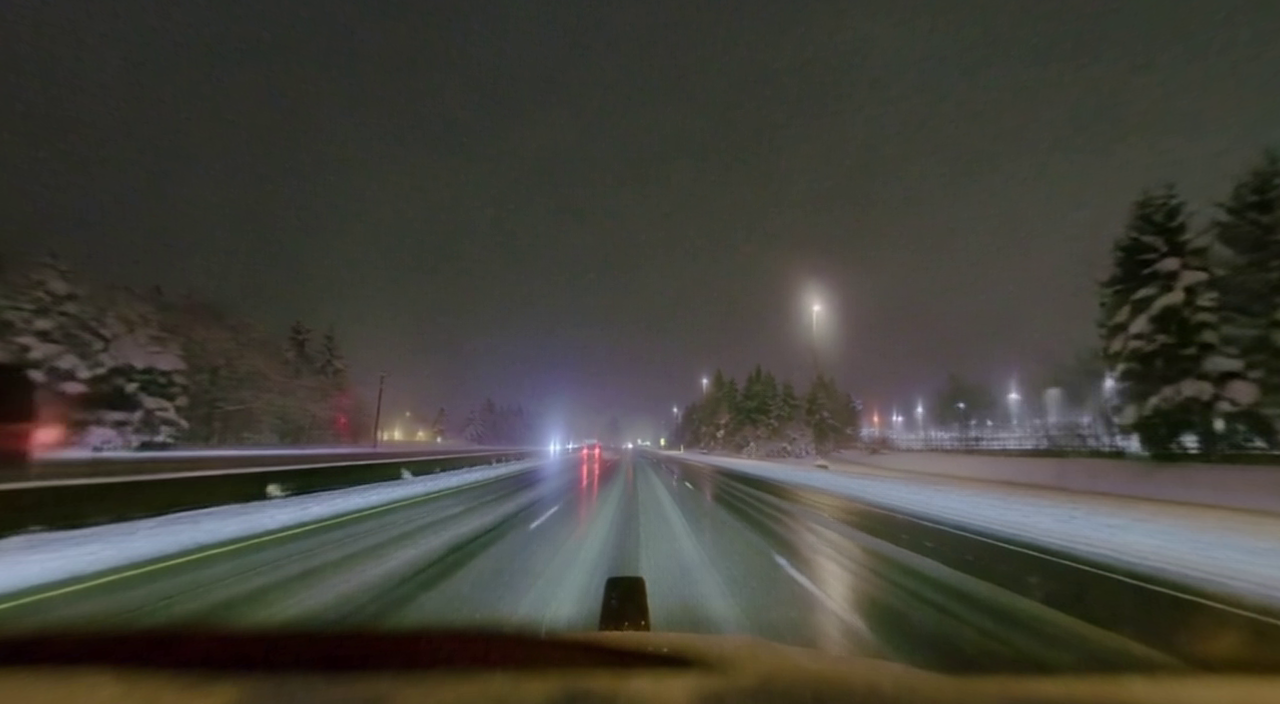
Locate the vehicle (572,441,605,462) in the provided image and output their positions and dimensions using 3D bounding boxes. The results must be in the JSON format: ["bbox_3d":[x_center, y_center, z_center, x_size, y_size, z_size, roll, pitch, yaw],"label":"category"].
[{"bbox_3d":[-3.997,7.811,49.534,2.160,1.608,5.012,0,-8,0],"label":"vehicle"}]
